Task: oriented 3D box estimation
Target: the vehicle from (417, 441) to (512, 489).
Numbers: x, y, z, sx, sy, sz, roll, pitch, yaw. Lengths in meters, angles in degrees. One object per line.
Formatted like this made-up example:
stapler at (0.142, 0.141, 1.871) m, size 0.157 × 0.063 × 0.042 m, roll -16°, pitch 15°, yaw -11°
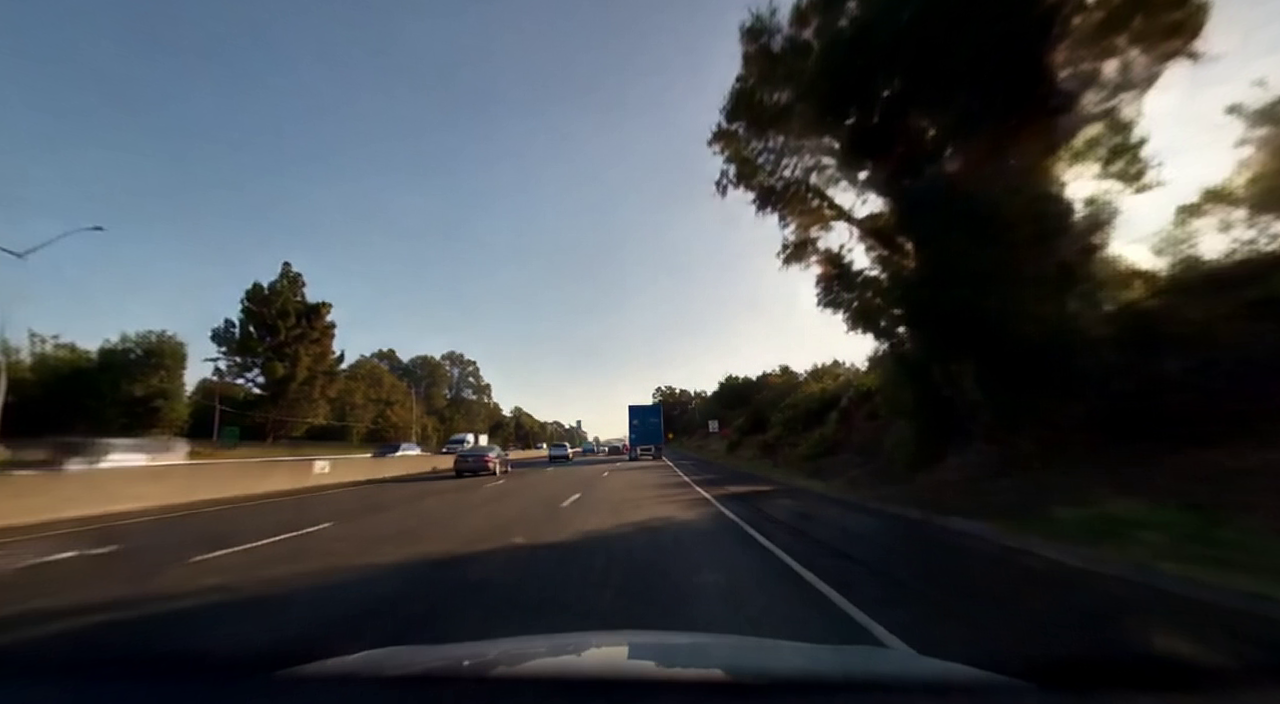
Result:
vehicle at (-6.133, 3.987, 22.662) m, size 2.017 × 1.517 × 4.766 m, roll 0°, pitch -9°, yaw 0°

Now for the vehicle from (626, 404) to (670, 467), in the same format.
vehicle at (0.653, 6.695, 49.502) m, size 2.918 × 4.124 × 14.567 m, roll 0°, pitch -9°, yaw 1°
